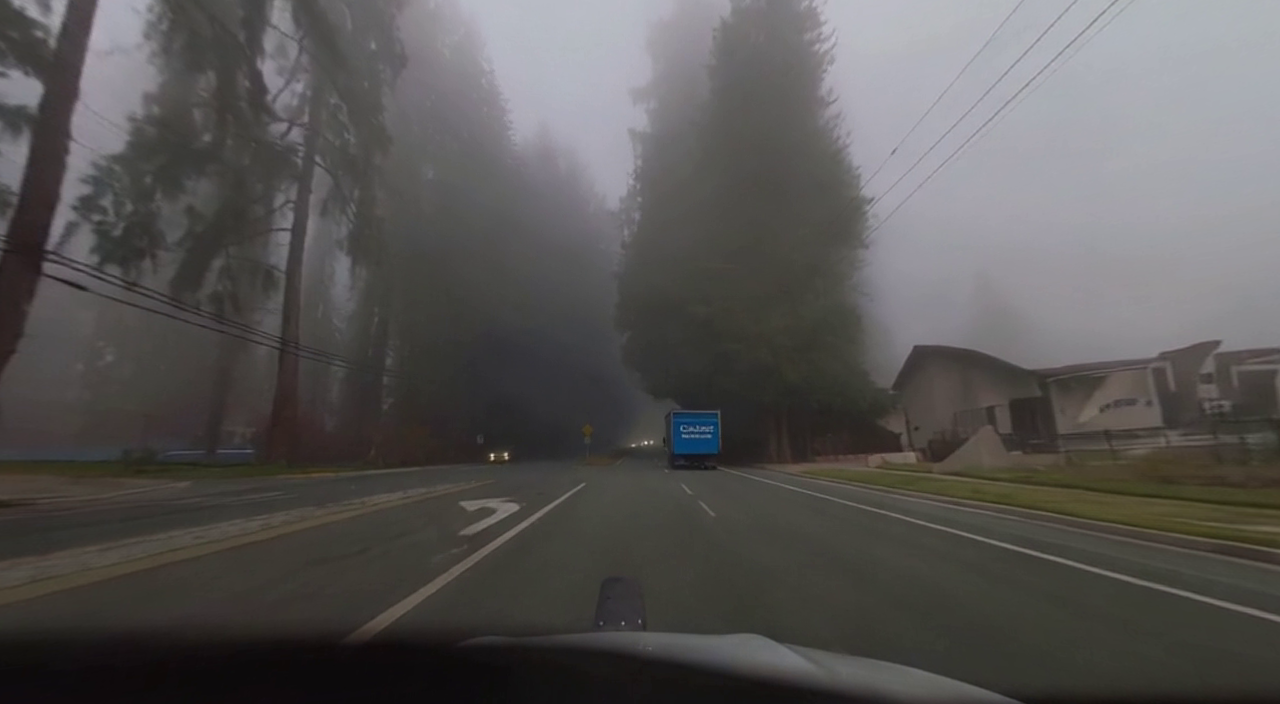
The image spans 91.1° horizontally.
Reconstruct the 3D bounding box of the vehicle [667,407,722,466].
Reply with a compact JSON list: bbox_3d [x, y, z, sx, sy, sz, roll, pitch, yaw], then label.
[{"bbox_3d":[3.785,6.231,45.932,2.973,3.848,9.336,0,-8,-1],"label":"vehicle"}]
